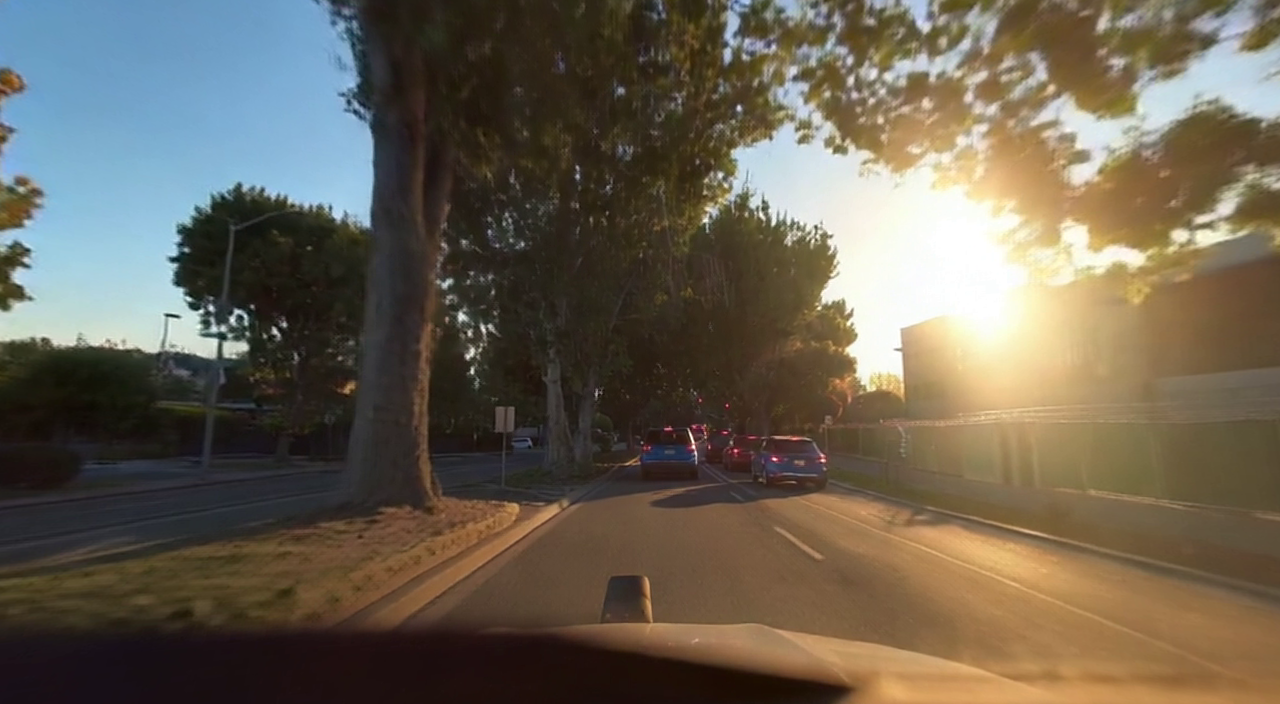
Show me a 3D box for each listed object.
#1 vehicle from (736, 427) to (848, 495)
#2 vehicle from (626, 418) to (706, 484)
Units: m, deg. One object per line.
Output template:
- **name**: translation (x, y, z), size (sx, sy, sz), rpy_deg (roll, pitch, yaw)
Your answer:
- **vehicle**: translation (4.236, 3.132, 18.436), size (2.138, 1.699, 4.852), rpy_deg (0, -8, 1)
- **vehicle**: translation (0.873, 3.284, 21.014), size (2.386, 1.947, 4.168), rpy_deg (-1, -8, 3)
